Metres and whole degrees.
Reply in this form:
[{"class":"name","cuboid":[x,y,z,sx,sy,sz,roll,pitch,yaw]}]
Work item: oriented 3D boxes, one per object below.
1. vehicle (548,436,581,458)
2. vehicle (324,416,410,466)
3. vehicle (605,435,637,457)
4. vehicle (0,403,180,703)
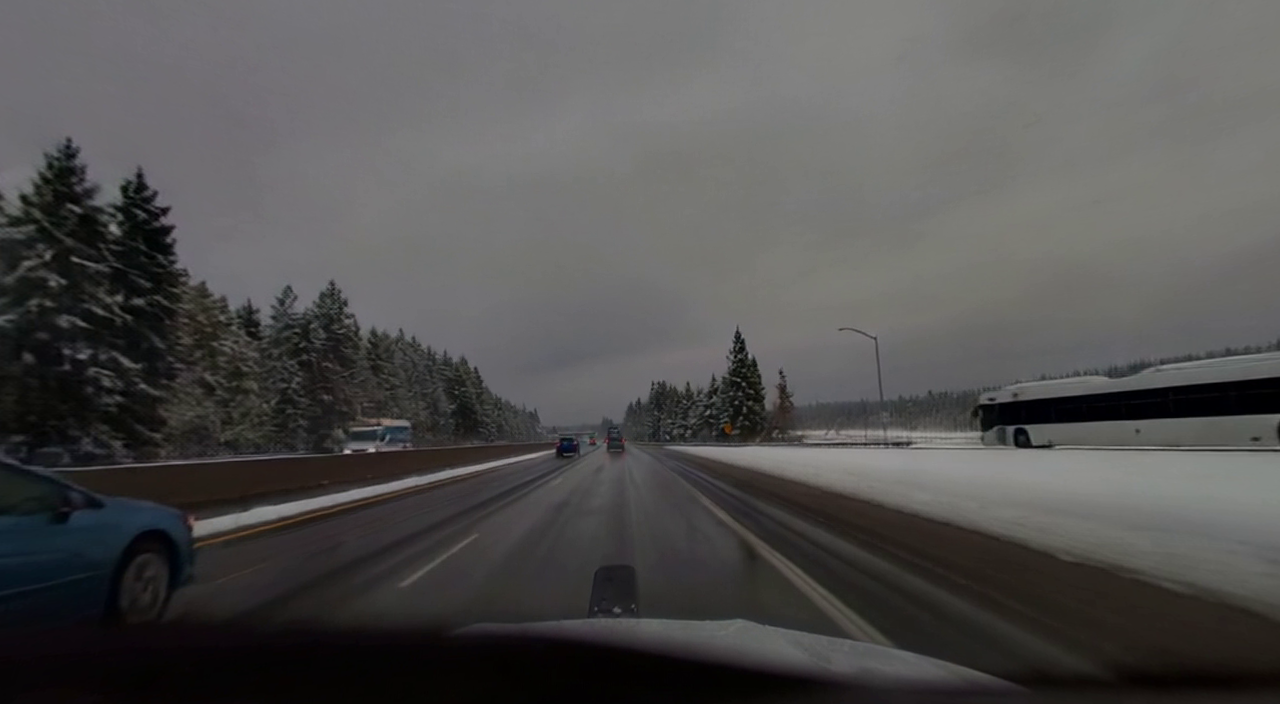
[{"class":"vehicle","cuboid":[-5.151,6.509,43.502,1.907,1.445,4.049,0,-8,-2]},{"class":"vehicle","cuboid":[-17.628,5.822,41.243,2.612,2.975,6.965,0,-8,-1]},{"class":"vehicle","cuboid":[-1.315,6.524,43.991,2.162,1.460,4.242,0,-8,-1]},{"class":"vehicle","cuboid":[-4.041,0.863,2.077,1.958,1.477,4.121,0,-8,-1]}]
